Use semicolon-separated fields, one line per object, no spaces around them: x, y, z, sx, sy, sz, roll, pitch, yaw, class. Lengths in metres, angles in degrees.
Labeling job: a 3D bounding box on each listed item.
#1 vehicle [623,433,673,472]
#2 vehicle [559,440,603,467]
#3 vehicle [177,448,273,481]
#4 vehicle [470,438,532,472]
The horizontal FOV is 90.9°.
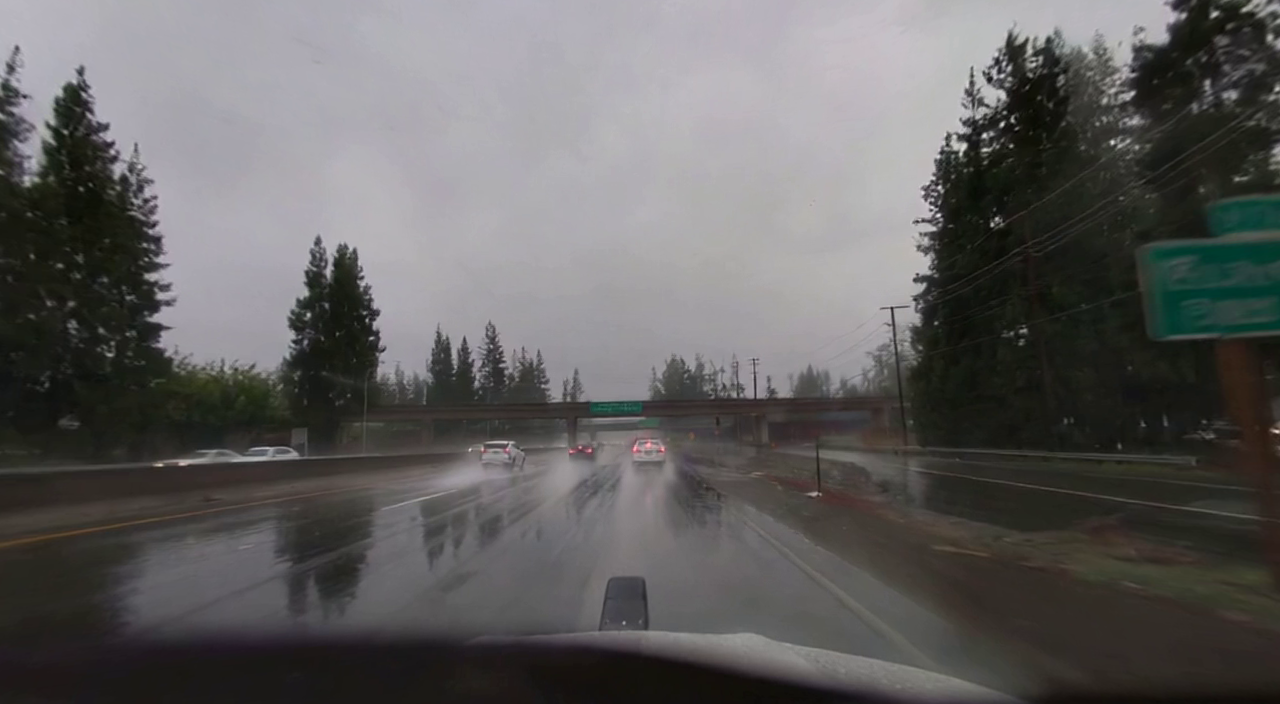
0.339;4.703;29.624;2.152;1.697;4.066;0;-8;0;vehicle
-3.363;5.930;36.917;2.056;1.464;4.564;0;-8;1;vehicle
-21.038;5.682;32.209;1.827;1.529;4.380;0;-8;1;vehicle
-7.301;5.461;33.607;2.139;1.653;4.614;0;-8;2;vehicle
